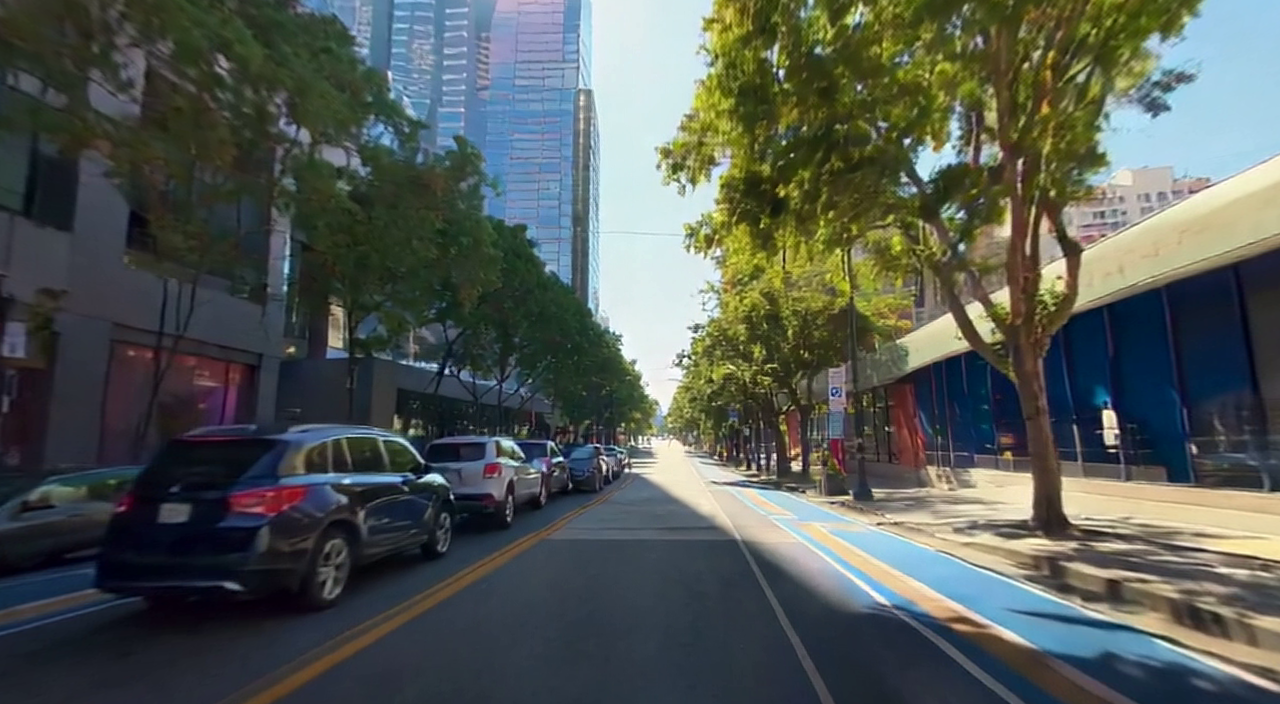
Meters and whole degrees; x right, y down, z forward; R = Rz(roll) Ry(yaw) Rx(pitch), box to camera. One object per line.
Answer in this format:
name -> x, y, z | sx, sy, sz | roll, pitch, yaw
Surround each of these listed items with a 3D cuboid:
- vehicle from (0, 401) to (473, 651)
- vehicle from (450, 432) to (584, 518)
vehicle -> -3.693, 1.623, 7.038 | 2.173, 1.814, 4.573 | -1, -9, 3
vehicle -> -2.887, 3.032, 16.093 | 2.225, 1.848, 4.472 | -1, -9, 4
